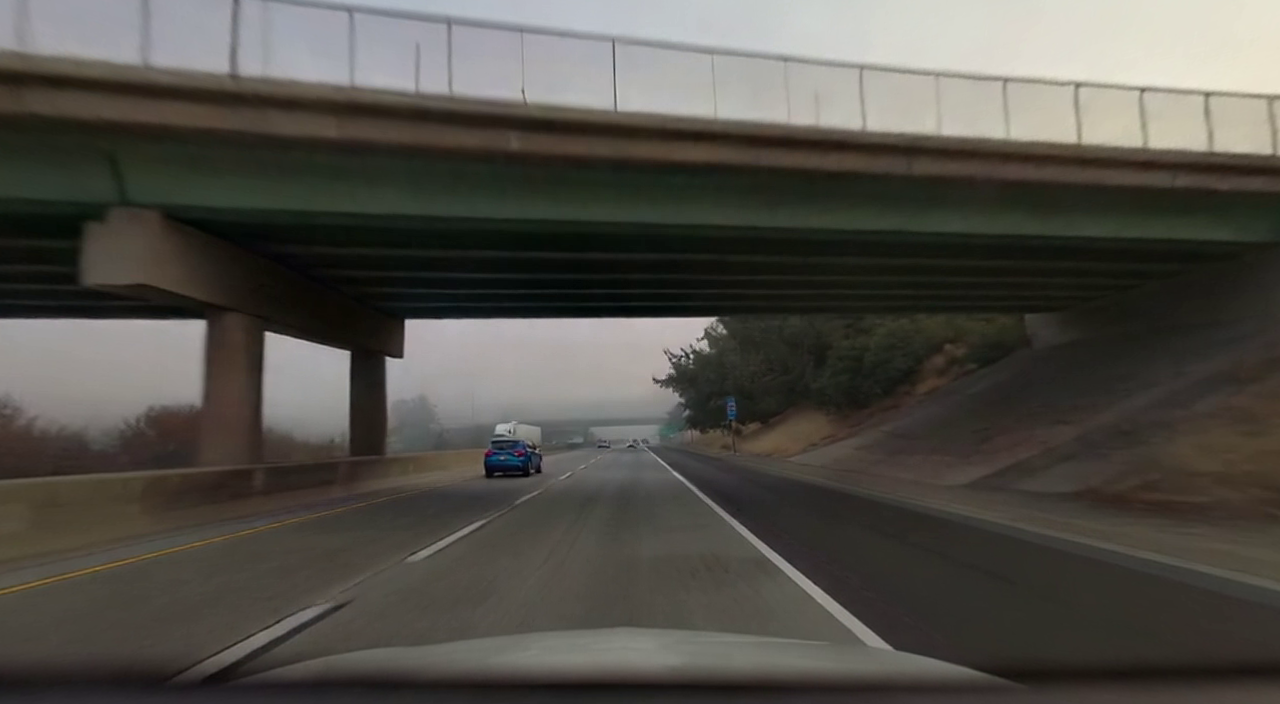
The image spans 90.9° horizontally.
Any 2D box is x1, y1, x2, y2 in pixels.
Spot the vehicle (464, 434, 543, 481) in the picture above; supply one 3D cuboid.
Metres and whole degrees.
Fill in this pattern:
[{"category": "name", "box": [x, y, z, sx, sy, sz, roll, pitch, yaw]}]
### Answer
[{"category": "vehicle", "box": [-4.751, 3.701, 22.459, 1.965, 1.513, 3.774, 0, -8, 0]}]
